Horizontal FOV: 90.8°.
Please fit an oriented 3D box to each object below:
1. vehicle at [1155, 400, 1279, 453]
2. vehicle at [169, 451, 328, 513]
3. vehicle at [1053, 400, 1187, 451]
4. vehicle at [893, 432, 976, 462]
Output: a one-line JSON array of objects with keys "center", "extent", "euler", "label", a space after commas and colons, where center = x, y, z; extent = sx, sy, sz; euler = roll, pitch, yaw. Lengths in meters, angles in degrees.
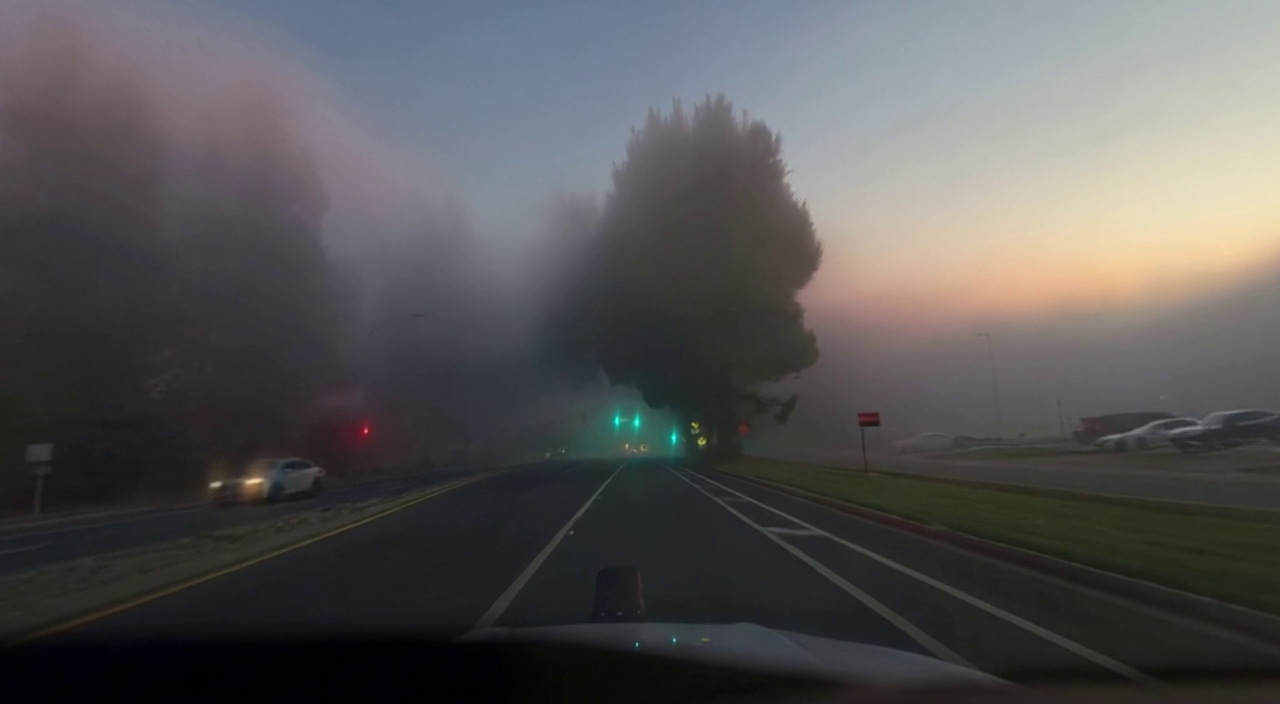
[{"center": [22.208, 2.733, 23.083], "extent": [4.896, 1.839, 1.962], "euler": [-1, -8, 2], "label": "vehicle"}, {"center": [-11.756, 3.892, 19.381], "extent": [1.999, 1.618, 4.217], "euler": [-1, -9, 3], "label": "vehicle"}, {"center": [22.678, 3.511, 29.979], "extent": [4.512, 1.837, 2.059], "euler": [-6, -8, -2], "label": "vehicle"}, {"center": [15.505, 5.043, 33.607], "extent": [1.882, 1.446, 4.741], "euler": [0, -9, -4], "label": "vehicle"}]
